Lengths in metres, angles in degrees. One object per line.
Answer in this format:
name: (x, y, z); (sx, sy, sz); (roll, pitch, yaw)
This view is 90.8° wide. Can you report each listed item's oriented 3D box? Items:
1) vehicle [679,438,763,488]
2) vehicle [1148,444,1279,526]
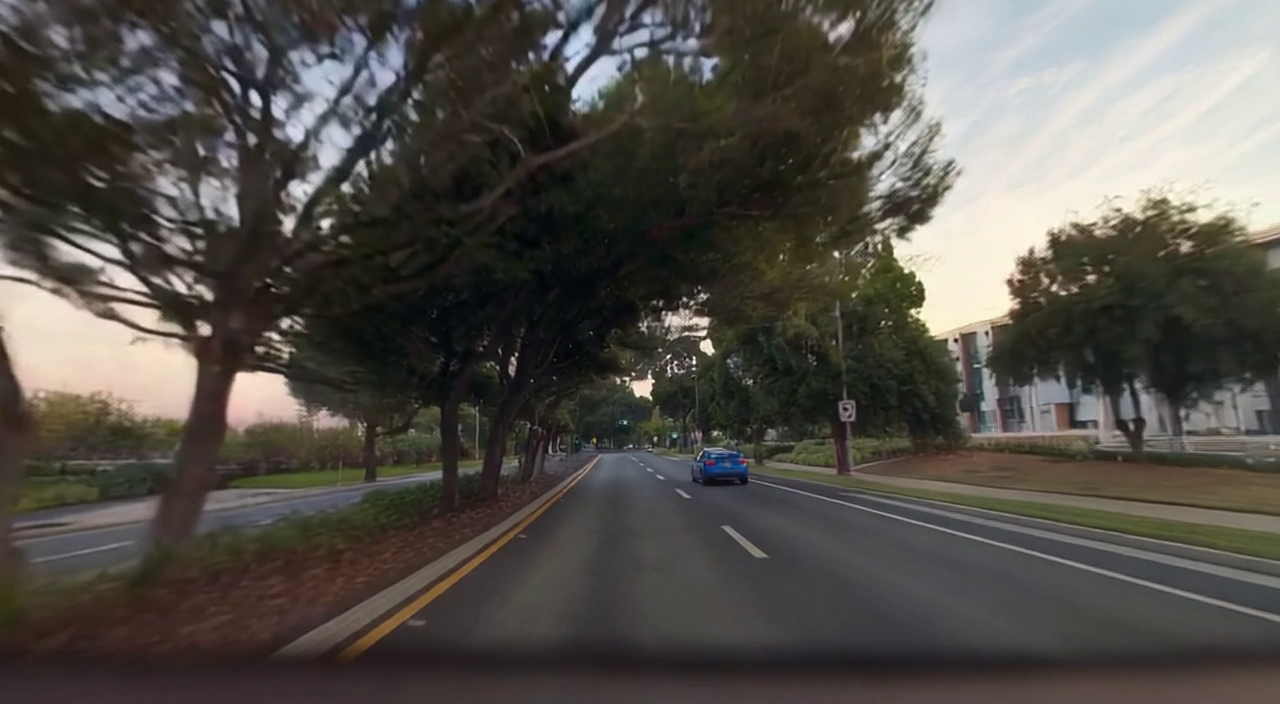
vehicle: (2.608, 3.715, 21.490); (2.114, 1.493, 4.430); (0, -9, -2)
vehicle: (21.089, 4.680, 21.816); (5.101, 1.694, 2.158); (9, -24, 1)
